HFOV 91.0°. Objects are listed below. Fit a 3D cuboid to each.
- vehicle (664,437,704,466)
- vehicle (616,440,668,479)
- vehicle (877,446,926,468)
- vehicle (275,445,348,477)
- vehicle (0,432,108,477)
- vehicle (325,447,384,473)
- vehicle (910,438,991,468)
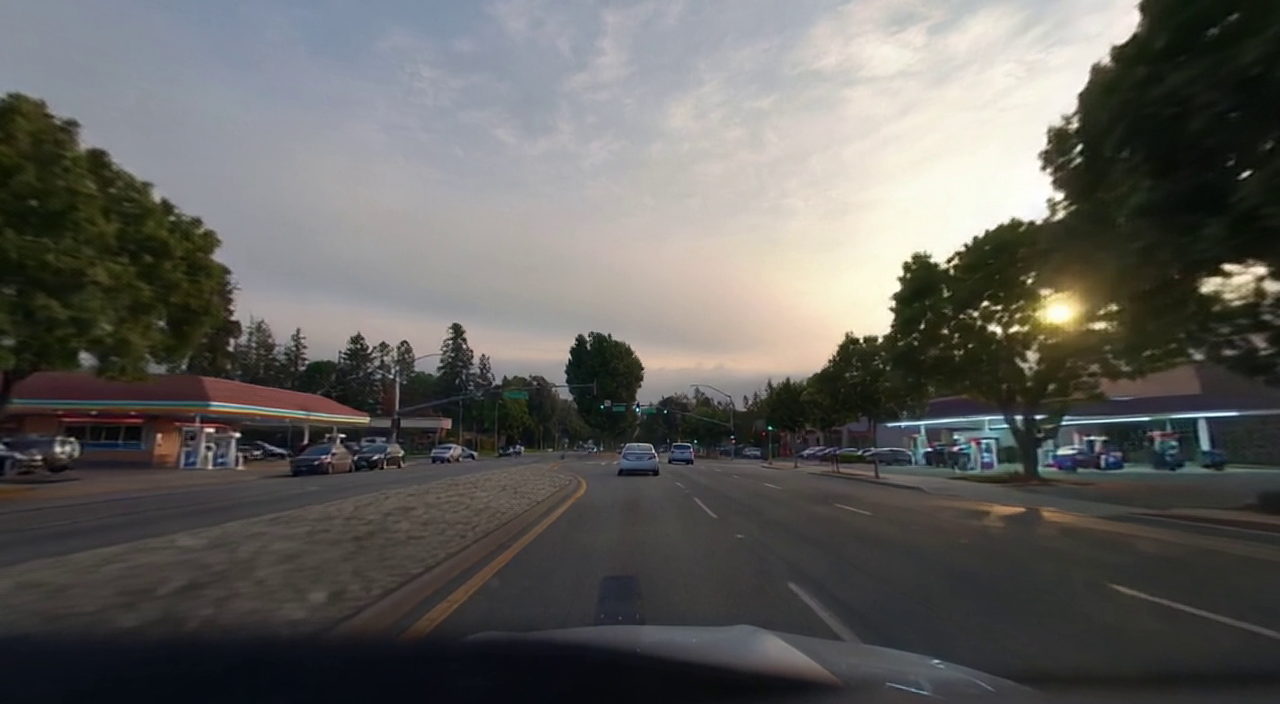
[{"bbox_3d":[3.350,7.830,49.482,2.731,2.101,6.047,0,-9,0],"label":"vehicle"},{"bbox_3d":[0.058,4.684,27.664,2.145,1.572,4.021,0,-9,-1],"label":"vehicle"},{"bbox_3d":[20.258,8.156,48.977,1.950,1.519,4.860,-3,-9,4],"label":"vehicle"},{"bbox_3d":[-19.139,6.356,36.881,1.967,1.680,4.396,-1,-9,-1],"label":"vehicle"},{"bbox_3d":[-30.655,5.136,31.772,5.713,2.148,2.107,0,-9,4],"label":"vehicle"},{"bbox_3d":[-19.136,7.237,42.402,1.920,1.638,4.299,0,-9,0],"label":"vehicle"},{"bbox_3d":[20.441,6.695,41.839,2.254,1.804,5.953,-1,-9,-1],"label":"vehicle"}]
